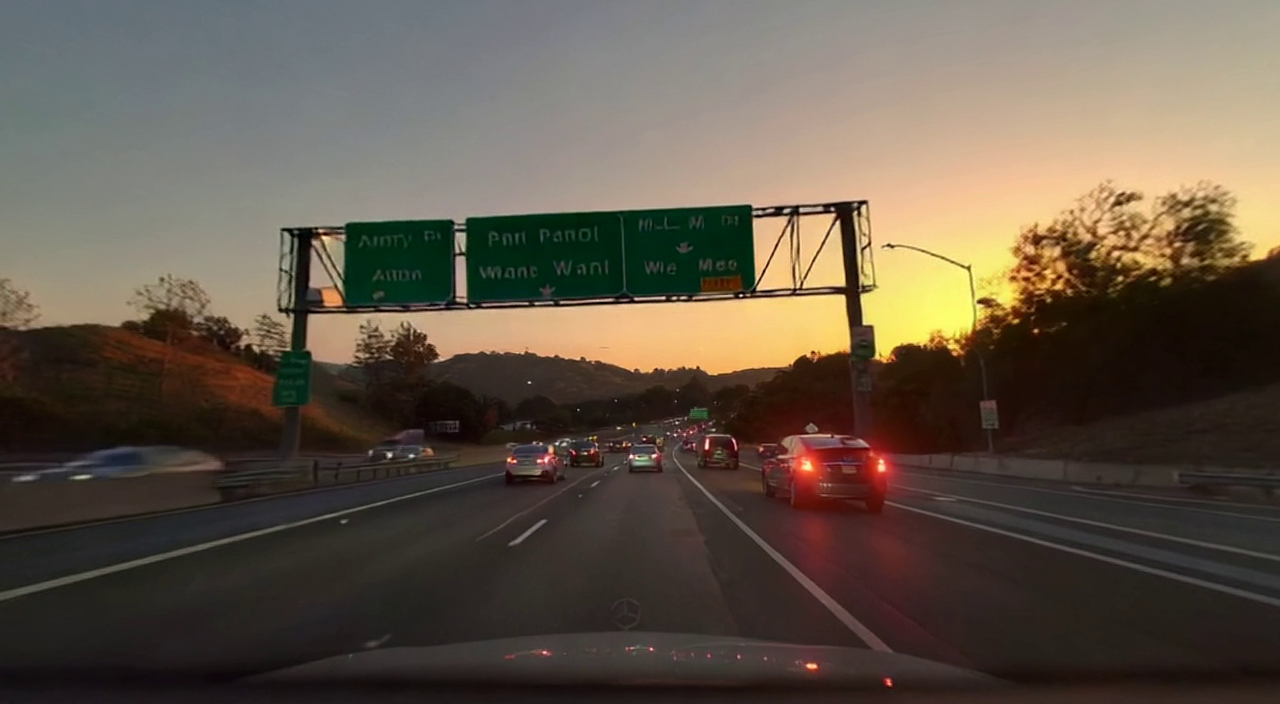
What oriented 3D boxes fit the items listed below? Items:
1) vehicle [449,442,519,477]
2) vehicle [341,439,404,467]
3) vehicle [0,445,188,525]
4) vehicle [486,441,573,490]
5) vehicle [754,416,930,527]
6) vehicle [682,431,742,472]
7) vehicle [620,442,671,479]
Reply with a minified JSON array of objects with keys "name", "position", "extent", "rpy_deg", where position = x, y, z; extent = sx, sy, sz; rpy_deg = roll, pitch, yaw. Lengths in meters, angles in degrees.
[{"name":"vehicle","position":[-7.251,5.055,29.778],"extent":[2.065,1.519,4.491],"rpy_deg":[0,-9,1]},{"name":"vehicle","position":[-19.394,7.379,45.977],"extent":[2.176,1.901,5.057],"rpy_deg":[0,-9,3]},{"name":"vehicle","position":[-12.705,2.851,14.104],"extent":[1.908,1.506,4.253],"rpy_deg":[0,-9,1]},{"name":"vehicle","position":[-3.640,3.832,21.611],"extent":[1.996,1.488,4.451],"rpy_deg":[0,-9,2]},{"name":"vehicle","position":[3.648,2.256,12.351],"extent":[2.045,1.768,4.249],"rpy_deg":[0,-9,0]},{"name":"vehicle","position":[4.035,5.750,36.546],"extent":[2.802,2.151,6.579],"rpy_deg":[0,-9,1]},{"name":"vehicle","position":[0.243,4.726,27.611],"extent":[2.071,1.478,4.130],"rpy_deg":[0,-9,1]}]
